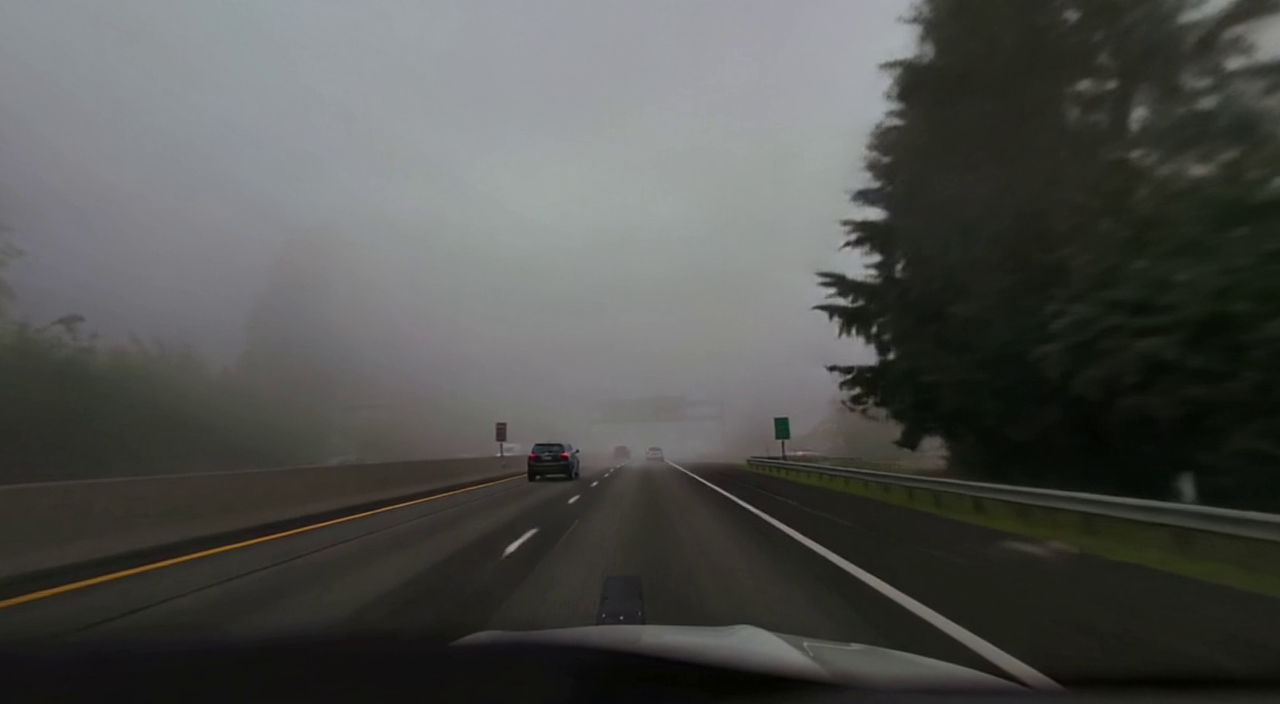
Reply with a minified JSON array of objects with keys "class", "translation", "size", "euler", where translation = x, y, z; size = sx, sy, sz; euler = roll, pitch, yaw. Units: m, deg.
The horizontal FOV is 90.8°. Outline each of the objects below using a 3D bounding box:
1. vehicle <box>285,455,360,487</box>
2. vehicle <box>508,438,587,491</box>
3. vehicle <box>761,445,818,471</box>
[{"class":"vehicle","translation":[-16.231,6.081,32.459],"size":[1.860,1.440,3.729],"euler":[0,-8,1]},{"class":"vehicle","translation":[-3.096,3.859,22.039],"size":[2.037,1.638,4.274],"euler":[0,-8,1]},{"class":"vehicle","translation":[10.301,7.325,43.831],"size":[2.021,1.639,4.203],"euler":[2,-9,-16]}]
